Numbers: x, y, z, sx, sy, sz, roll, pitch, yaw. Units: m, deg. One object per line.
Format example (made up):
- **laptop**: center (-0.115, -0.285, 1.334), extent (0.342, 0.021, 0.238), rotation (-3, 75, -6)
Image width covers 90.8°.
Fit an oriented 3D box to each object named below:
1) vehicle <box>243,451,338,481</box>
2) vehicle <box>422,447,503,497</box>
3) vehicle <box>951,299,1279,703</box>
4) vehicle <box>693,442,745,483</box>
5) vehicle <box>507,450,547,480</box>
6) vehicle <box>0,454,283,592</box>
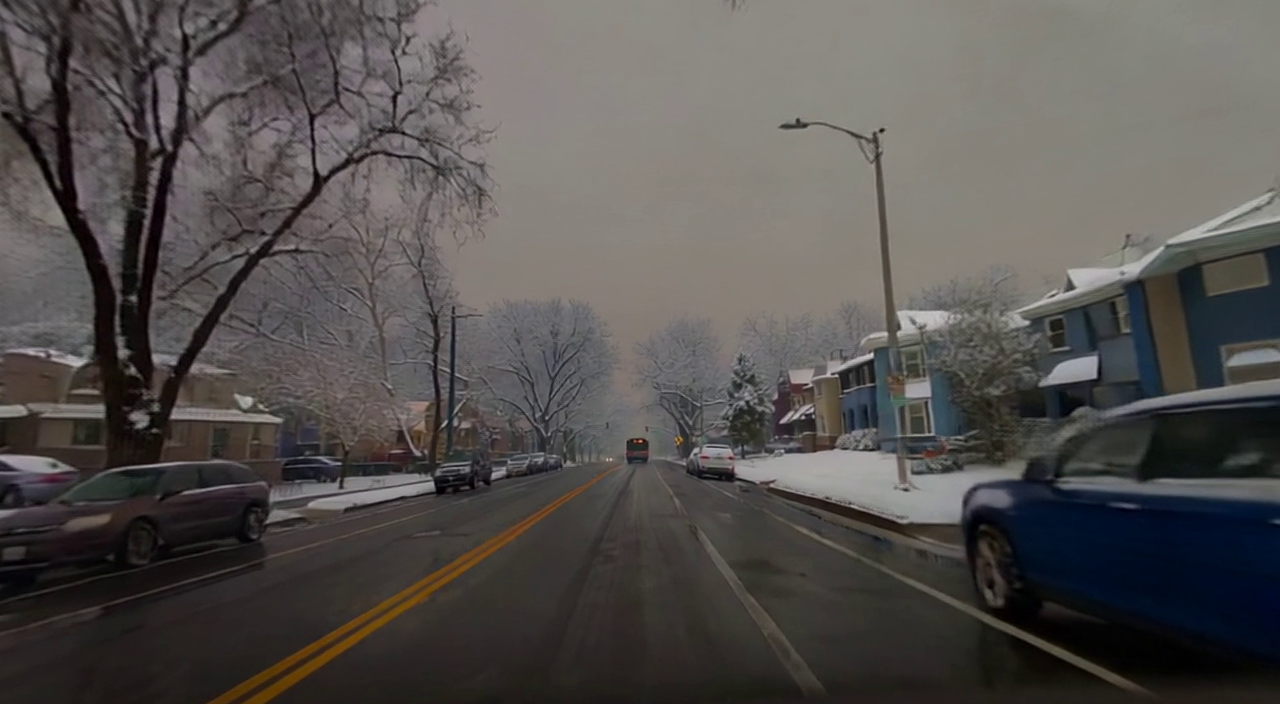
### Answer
- **vehicle**: center (-19.962, 6.503, 36.243), extent (4.197, 1.659, 2.059), rotation (0, -8, 0)
- **vehicle**: center (-8.111, 5.491, 29.429), extent (2.094, 1.840, 5.450), rotation (-6, -8, 0)
- **vehicle**: center (3.751, 0.912, 3.169), extent (2.131, 1.995, 4.626), rotation (3, -8, 1)
- **vehicle**: center (4.176, 5.929, 34.046), extent (2.060, 1.833, 4.927), rotation (5, -9, 1)
- **vehicle**: center (-7.843, 7.860, 44.145), extent (1.898, 1.755, 4.603), rotation (-5, -8, -1)
- **vehicle**: center (-8.226, 2.580, 10.341), extent (1.921, 1.494, 4.884), rotation (-5, -8, 1)
